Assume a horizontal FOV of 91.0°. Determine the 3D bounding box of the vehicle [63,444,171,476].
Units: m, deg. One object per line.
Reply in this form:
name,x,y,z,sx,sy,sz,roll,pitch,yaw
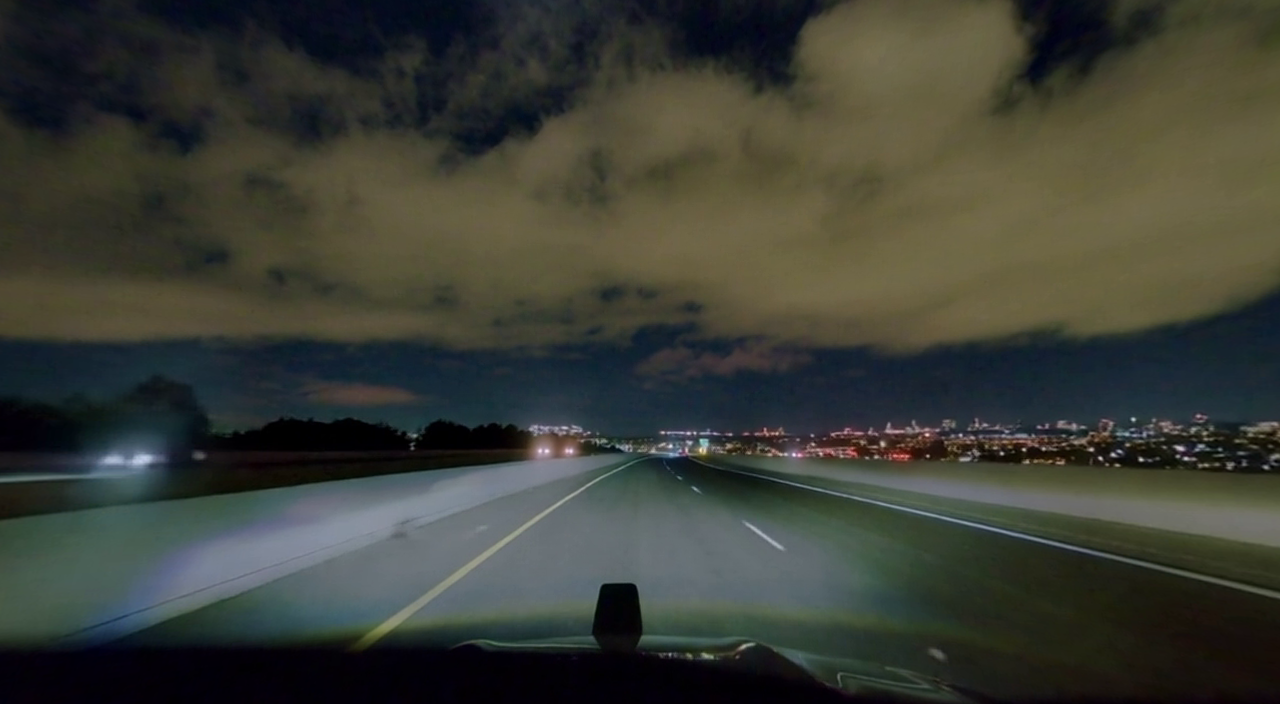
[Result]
vehicle,-27.468,5.659,33.273,1.776,1.507,4.684,0,-8,-2
